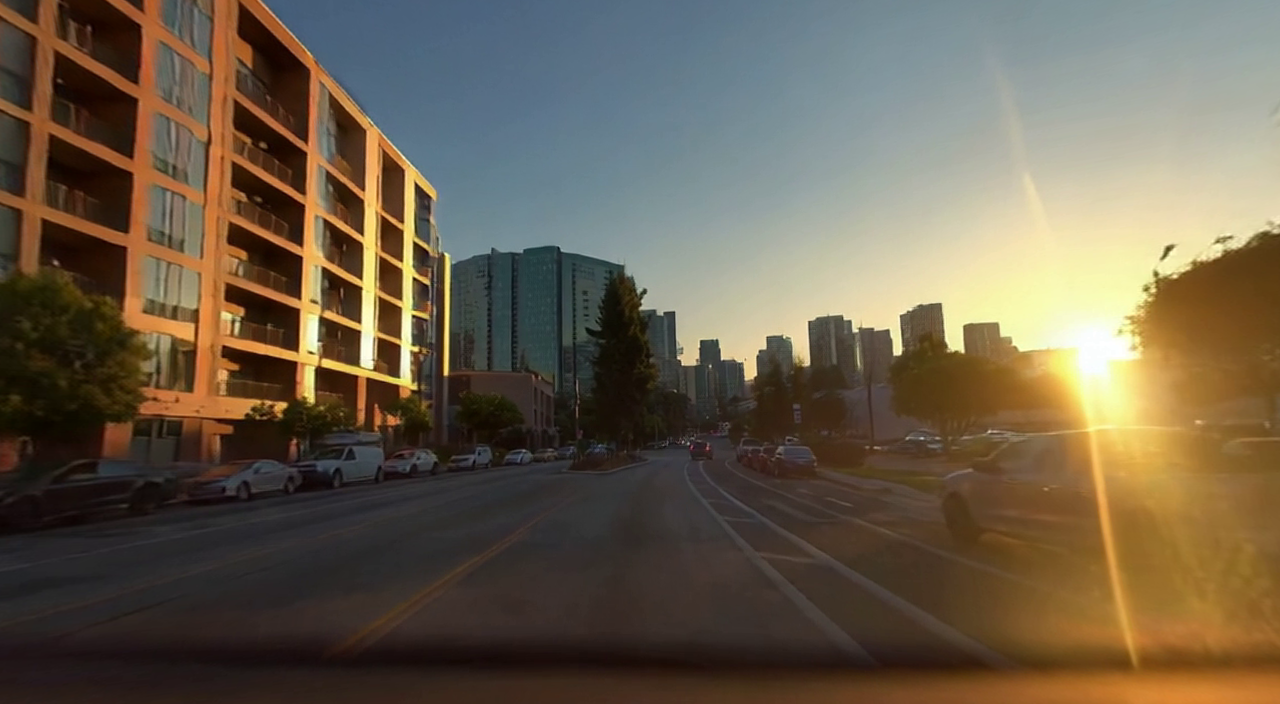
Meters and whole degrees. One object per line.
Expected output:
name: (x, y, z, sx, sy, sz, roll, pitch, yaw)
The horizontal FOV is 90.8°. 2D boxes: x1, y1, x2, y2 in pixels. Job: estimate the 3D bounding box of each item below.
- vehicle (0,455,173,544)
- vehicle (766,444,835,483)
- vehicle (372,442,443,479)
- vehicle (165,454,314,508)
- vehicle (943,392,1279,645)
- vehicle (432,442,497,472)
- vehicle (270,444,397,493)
vehicle: (-12.270, 2.960, 13.284, 1.926, 1.499, 3.869, 0, -8, 0)
vehicle: (6.600, 4.620, 26.523, 1.947, 1.487, 4.549, 0, -8, 3)
vehicle: (-12.369, 5.783, 33.961, 2.001, 1.836, 4.471, 0, -8, 2)
vehicle: (-12.373, 3.978, 19.915, 1.723, 1.418, 4.359, 0, -8, 2)
vehicle: (5.631, 1.519, 6.772, 2.102, 1.781, 5.470, 0, -8, 1)
vehicle: (-11.773, 7.076, 42.888, 2.137, 1.835, 5.833, -1, -8, 7)
vehicle: (-12.515, 4.745, 26.400, 2.290, 1.799, 5.801, 0, -8, 1)
